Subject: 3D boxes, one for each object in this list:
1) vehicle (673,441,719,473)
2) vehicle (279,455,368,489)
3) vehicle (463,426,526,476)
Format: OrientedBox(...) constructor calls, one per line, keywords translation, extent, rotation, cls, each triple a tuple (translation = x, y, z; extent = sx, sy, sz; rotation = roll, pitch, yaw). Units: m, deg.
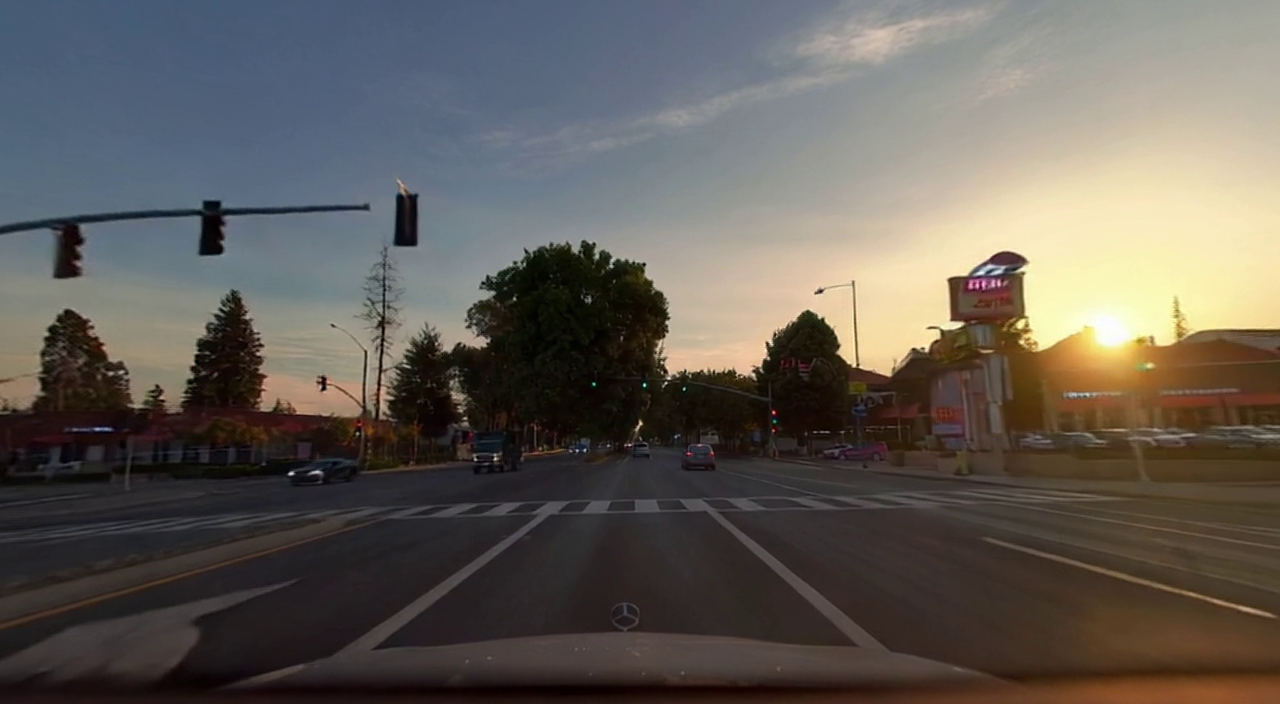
OrientedBox(translation=(3.100, 5.926, 35.891), extent=(2.022, 1.643, 4.326), rotation=(0, -9, -2), cls="vehicle")
OrientedBox(translation=(-15.488, 5.867, 31.259), extent=(2.086, 1.483, 4.418), rotation=(0, -9, 0), cls="vehicle")
OrientedBox(translation=(-8.715, 6.031, 38.603), extent=(2.327, 2.780, 6.498), rotation=(0, -9, 0), cls="vehicle")
